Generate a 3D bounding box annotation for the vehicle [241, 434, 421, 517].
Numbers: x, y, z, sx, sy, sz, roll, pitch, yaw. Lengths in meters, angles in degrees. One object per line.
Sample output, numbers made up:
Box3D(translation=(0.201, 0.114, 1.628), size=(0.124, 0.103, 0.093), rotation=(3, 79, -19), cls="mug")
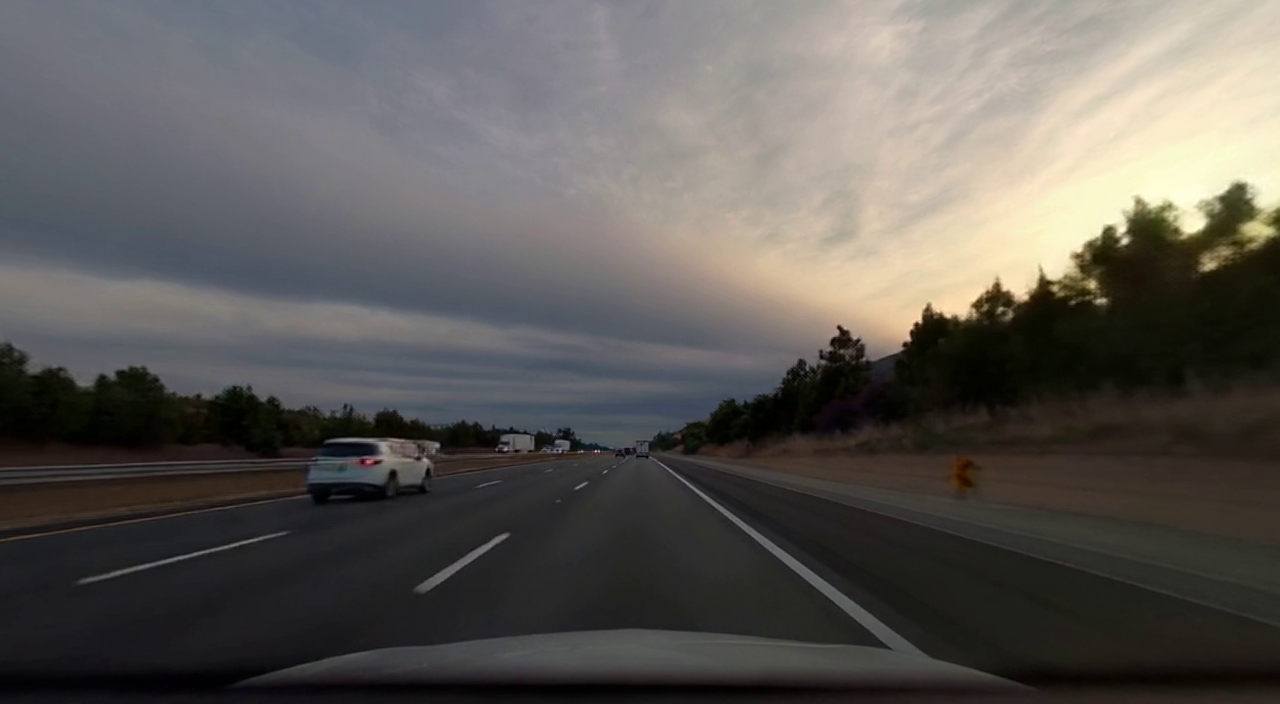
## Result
Box3D(translation=(-7.046, 2.847, 15.028), size=(2.115, 1.664, 4.259), rotation=(0, -9, 0), cls="vehicle")
